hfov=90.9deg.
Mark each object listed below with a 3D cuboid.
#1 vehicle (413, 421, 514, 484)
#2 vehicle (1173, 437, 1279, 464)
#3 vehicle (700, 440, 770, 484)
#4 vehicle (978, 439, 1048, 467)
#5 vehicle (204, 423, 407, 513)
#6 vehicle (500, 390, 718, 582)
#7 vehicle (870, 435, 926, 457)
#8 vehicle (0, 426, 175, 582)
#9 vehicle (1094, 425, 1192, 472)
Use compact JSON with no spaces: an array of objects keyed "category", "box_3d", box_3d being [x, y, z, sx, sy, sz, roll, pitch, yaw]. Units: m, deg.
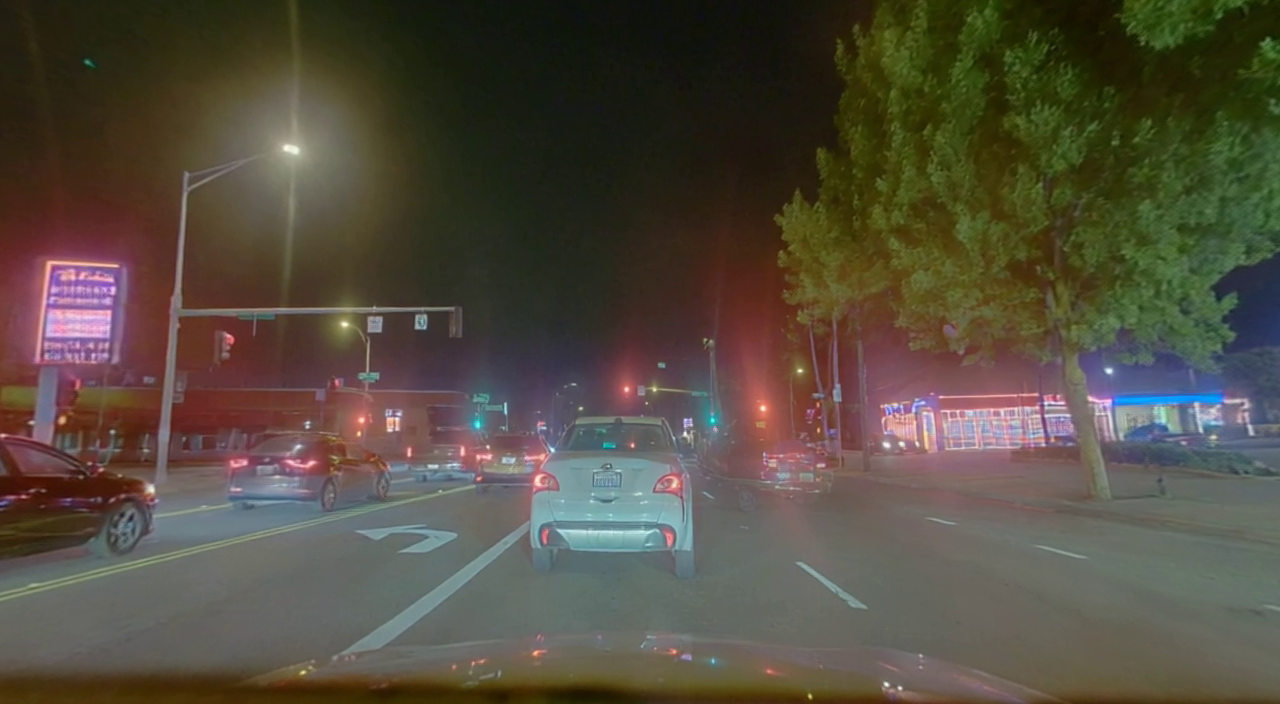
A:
[{"category":"vehicle","box_3d":[-6.460,3.751,23.750,2.496,2.112,4.351,0,-8,0]},{"category":"vehicle","box_3d":[29.728,4.939,31.660,4.176,1.313,1.719,0,-8,2]},{"category":"vehicle","box_3d":[3.424,4.046,23.510,2.023,1.441,4.240,0,-8,1]},{"category":"vehicle","box_3d":[20.102,5.405,33.918,3.836,1.443,1.694,5,-10,-35]},{"category":"vehicle","box_3d":[-7.122,2.510,14.116,1.941,1.655,4.503,0,-8,2]},{"category":"vehicle","box_3d":[-0.311,1.596,8.231,2.064,1.817,4.298,0,-8,-1]},{"category":"vehicle","box_3d":[20.104,7.320,49.045,4.361,1.653,2.034,6,-11,-37]},{"category":"vehicle","box_3d":[-6.968,1.434,5.938,1.831,1.451,4.382,0,-8,0]},{"category":"vehicle","box_3d":[19.224,3.658,24.041,4.156,1.622,1.924,7,-11,-38]}]
